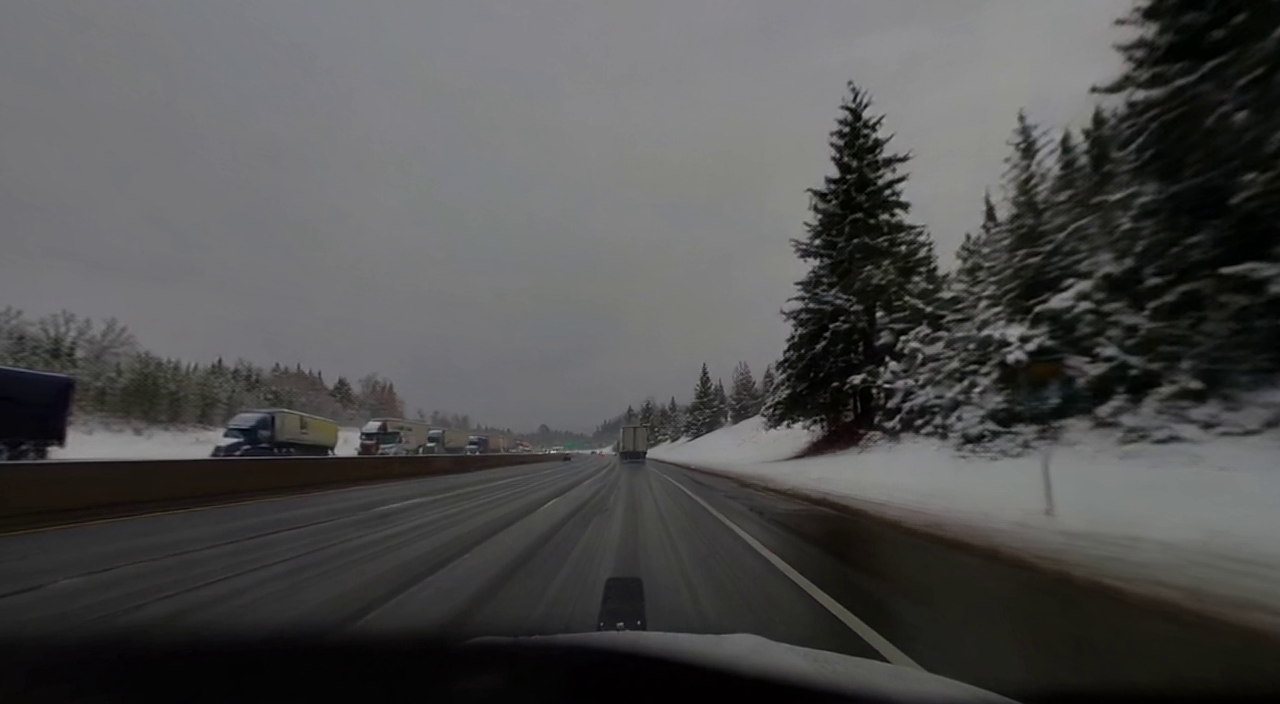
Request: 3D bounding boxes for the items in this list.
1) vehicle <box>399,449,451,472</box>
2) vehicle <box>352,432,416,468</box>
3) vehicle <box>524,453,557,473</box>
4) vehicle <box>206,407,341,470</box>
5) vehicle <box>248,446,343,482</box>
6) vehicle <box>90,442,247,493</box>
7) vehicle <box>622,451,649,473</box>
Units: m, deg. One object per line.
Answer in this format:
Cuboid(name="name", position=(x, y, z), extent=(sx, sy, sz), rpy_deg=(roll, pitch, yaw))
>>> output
Cuboid(name="vehicle", position=(-14.832, 7.483, 43.716), extent=(1.935, 1.486, 4.694), rpy_deg=(0, -9, 0))
Cuboid(name="vehicle", position=(-19.536, 7.567, 48.541), extent=(2.379, 2.537, 6.065), rpy_deg=(0, -9, 0))
Cuboid(name="vehicle", position=(-7.656, 8.566, 48.956), extent=(1.895, 1.446, 4.456), rpy_deg=(0, -9, 0))
Cuboid(name="vehicle", position=(-23.977, 5.872, 42.184), extent=(2.893, 3.701, 10.393), rpy_deg=(0, -9, -1))
Cuboid(name="vehicle", position=(-14.853, 4.825, 27.458), extent=(1.837, 1.427, 4.020), rpy_deg=(0, -9, 0))
Cuboid(name="vehicle", position=(-14.723, 3.611, 20.023), extent=(1.851, 1.438, 4.071), rpy_deg=(0, -9, 0))
Cuboid(name="vehicle", position=(-0.330, 8.493, 48.851), extent=(2.009, 1.657, 3.962), rpy_deg=(0, -9, -1))
